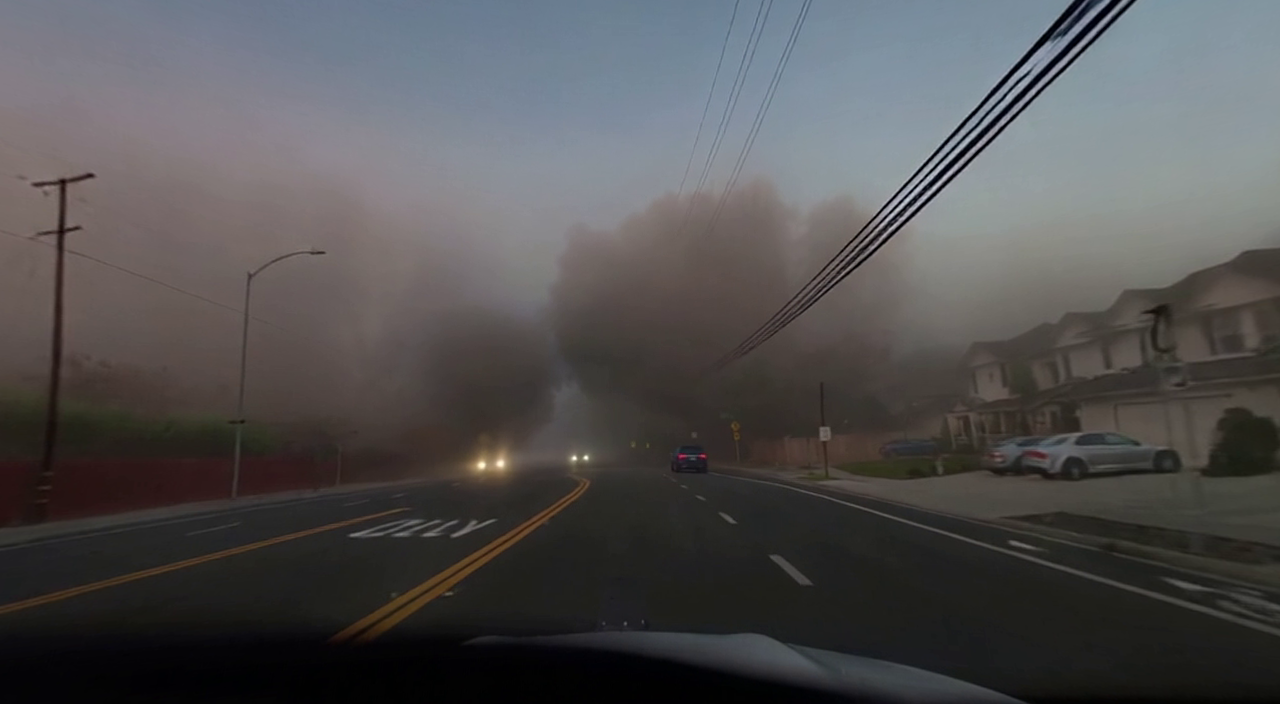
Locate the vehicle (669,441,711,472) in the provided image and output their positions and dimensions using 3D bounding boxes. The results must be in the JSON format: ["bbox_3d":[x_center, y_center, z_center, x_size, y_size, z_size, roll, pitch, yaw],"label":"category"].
[{"bbox_3d":[3.195,6.771,41.101,2.144,1.843,4.827,0,-9,-3],"label":"vehicle"}]

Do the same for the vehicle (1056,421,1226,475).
[{"bbox_3d":[15.954,3.104,20.438,1.747,1.405,4.372,-4,-8,-2],"label":"vehicle"}]

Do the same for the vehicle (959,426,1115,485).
[{"bbox_3d":[12.247,3.250,19.931,1.970,1.561,4.725,-2,-9,3],"label":"vehicle"}]

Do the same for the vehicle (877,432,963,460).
[{"bbox_3d":[18.278,6.166,41.142,4.766,1.493,2.076,-9,-11,30],"label":"vehicle"}]

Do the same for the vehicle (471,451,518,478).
[{"bbox_3d":[-9.748,7.534,42.521,2.050,1.536,4.537,-4,-9,0],"label":"vehicle"}]
